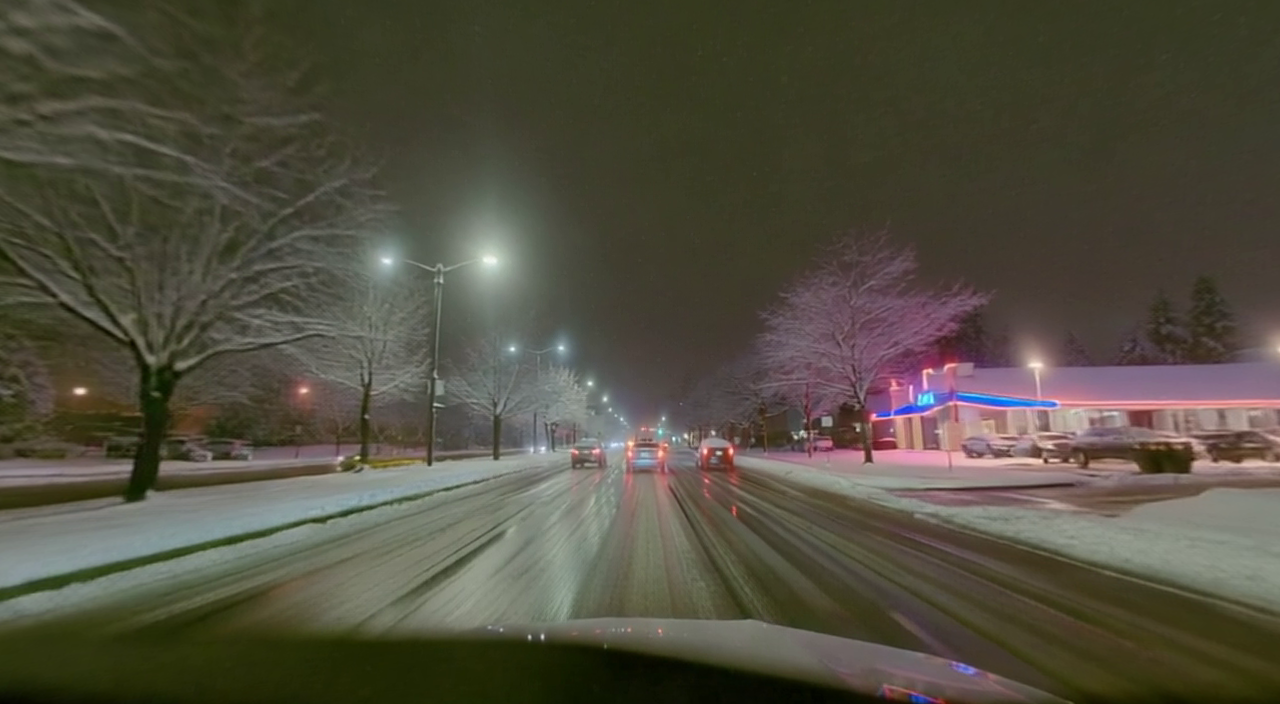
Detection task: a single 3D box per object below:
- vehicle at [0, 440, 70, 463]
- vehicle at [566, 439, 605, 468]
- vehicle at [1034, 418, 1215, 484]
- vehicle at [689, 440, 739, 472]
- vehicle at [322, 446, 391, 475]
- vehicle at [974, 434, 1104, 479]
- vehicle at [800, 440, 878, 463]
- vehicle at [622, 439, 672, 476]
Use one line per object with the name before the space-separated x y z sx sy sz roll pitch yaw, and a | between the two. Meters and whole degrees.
vehicle | -45.390 7.351 46.715 2.029 1.654 4.555 0 -8 -2
vehicle | -3.223 6.127 38.206 1.995 1.607 4.086 0 -8 0
vehicle | 17.450 3.632 23.232 2.131 2.070 5.579 -1 -8 -1
vehicle | 3.627 5.227 31.816 2.012 1.462 4.400 0 -8 0
vehicle | -15.657 5.987 35.088 1.796 1.466 4.362 0 -8 1
vehicle | 15.038 3.951 24.133 2.099 1.526 4.555 -1 -8 2
vehicle | 13.053 6.550 41.617 4.622 1.469 1.934 -2 -9 10
vehicle | 0.276 4.637 27.989 2.059 1.477 4.216 0 -8 0
